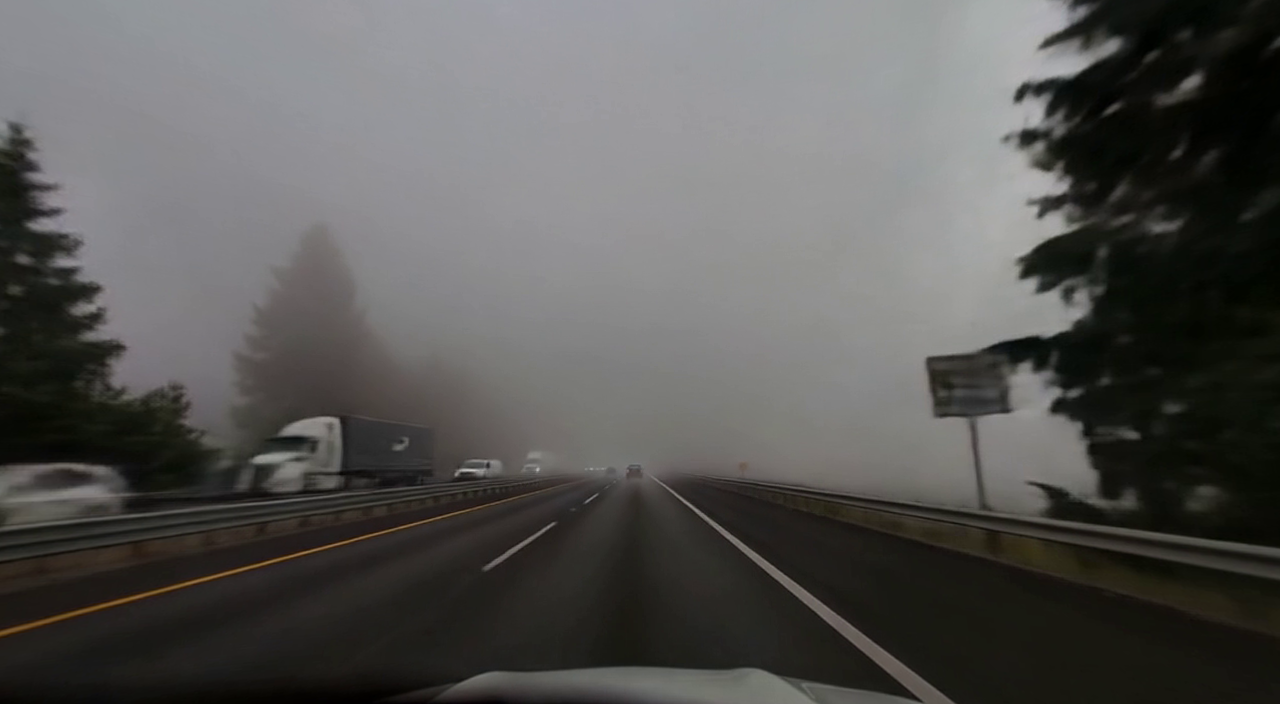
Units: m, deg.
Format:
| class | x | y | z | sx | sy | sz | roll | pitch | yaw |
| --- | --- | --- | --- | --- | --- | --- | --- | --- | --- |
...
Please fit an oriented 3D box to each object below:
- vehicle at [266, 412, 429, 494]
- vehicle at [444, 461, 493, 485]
| class | x | y | z | sx | sy | sz | roll | pitch | yaw |
| --- | --- | --- | --- | --- | --- | --- | --- | --- | --- |
| vehicle | -16.689 | 6.230 | 37.958 | 2.926 | 3.957 | 14.303 | 1 | -11 | 0 |
| vehicle | -12.077 | 8.569 | 44.762 | 2.189 | 1.563 | 4.504 | 0 | -10 | 0 |
